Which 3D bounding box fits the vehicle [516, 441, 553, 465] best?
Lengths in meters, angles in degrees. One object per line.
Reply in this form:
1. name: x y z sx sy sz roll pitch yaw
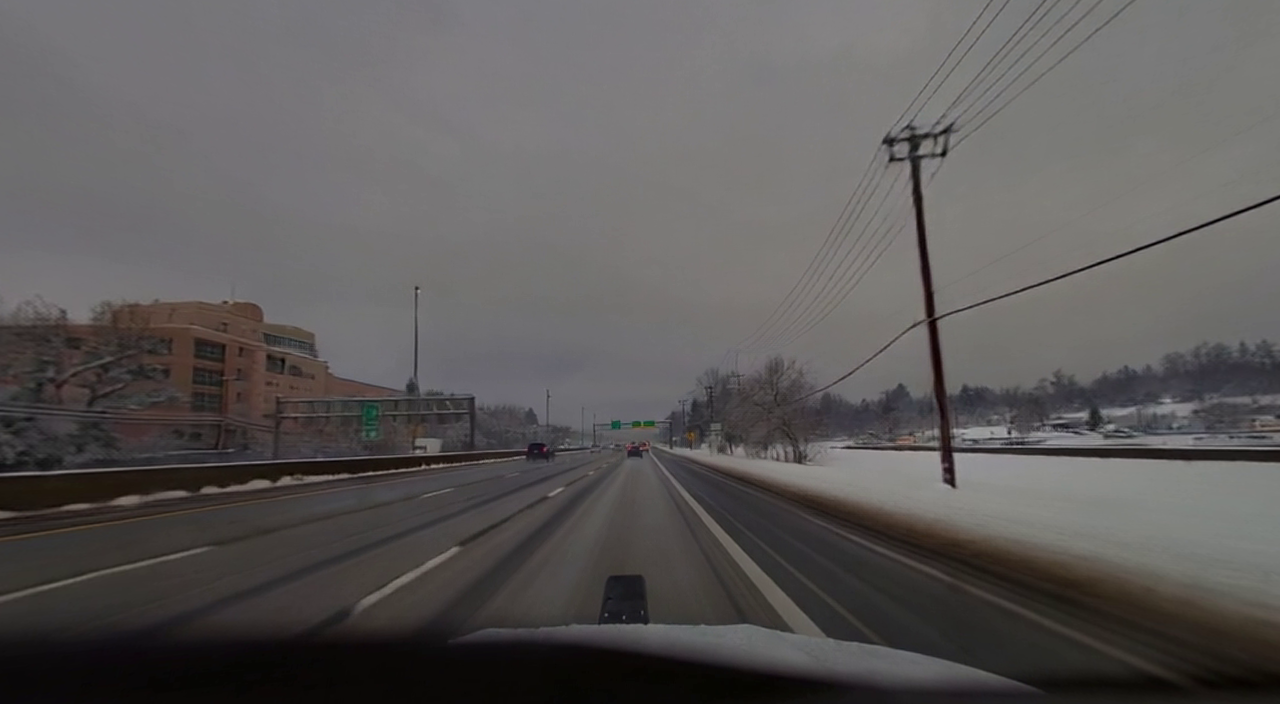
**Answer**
1. vehicle: -7.491 7.197 45.124 1.946 1.590 4.042 0 -8 1
